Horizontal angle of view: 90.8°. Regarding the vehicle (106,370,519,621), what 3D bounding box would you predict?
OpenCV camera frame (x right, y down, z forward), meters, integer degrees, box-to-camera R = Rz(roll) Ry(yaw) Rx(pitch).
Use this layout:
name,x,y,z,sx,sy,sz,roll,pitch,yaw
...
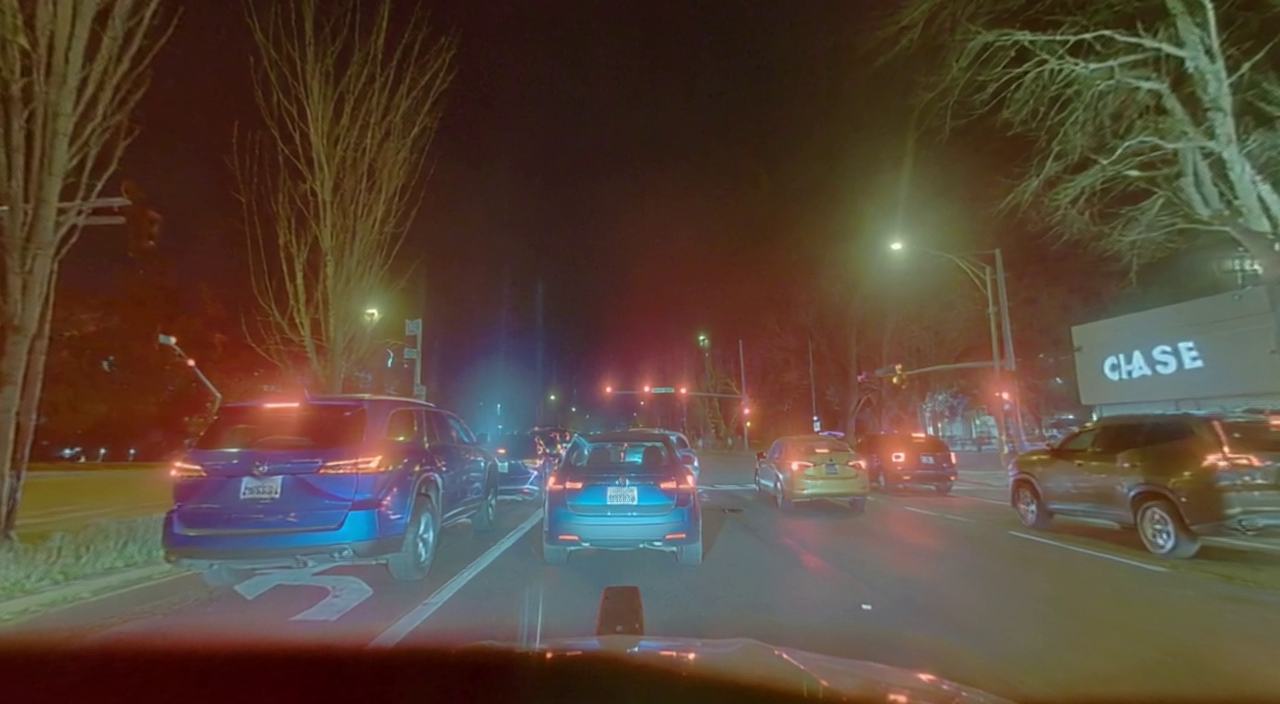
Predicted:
name,x,y,z,sx,sy,sz,roll,pitch,yaw
vehicle,-2.849,1.392,7.062,2.064,1.825,4.760,0,-8,0

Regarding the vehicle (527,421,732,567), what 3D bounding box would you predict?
name,x,y,z,sx,sy,sz,roll,pitch,yaw
vehicle,-0.145,1.760,8.560,2.097,1.480,4.006,0,-8,-1

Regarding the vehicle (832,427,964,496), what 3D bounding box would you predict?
name,x,y,z,sx,sy,sz,roll,pitch,yaw
vehicle,7.048,3.034,17.776,1.894,1.693,4.110,0,-8,-1

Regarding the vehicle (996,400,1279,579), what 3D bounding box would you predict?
name,x,y,z,sx,sy,sz,roll,pitch,yaw
vehicle,7.242,1.677,8.505,2.068,1.731,4.752,0,-8,0

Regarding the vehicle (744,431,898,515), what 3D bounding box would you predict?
name,x,y,z,sx,sy,sz,roll,pitch,yaw
vehicle,3.587,2.476,13.464,1.861,1.473,4.393,0,-8,-1
